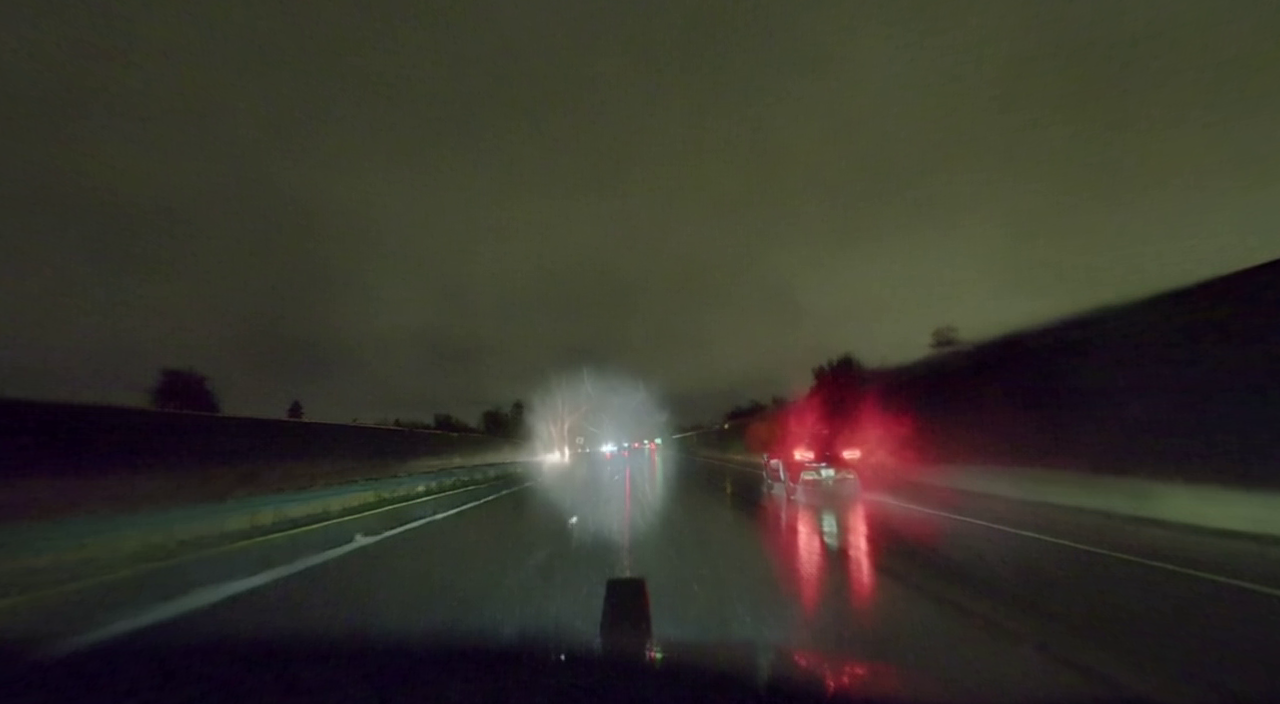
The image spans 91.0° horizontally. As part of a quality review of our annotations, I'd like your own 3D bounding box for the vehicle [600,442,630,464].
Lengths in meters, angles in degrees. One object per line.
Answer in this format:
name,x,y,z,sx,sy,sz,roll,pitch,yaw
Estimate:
vehicle,-1.782,7.359,45.933,2.050,1.530,4.144,0,-8,0
